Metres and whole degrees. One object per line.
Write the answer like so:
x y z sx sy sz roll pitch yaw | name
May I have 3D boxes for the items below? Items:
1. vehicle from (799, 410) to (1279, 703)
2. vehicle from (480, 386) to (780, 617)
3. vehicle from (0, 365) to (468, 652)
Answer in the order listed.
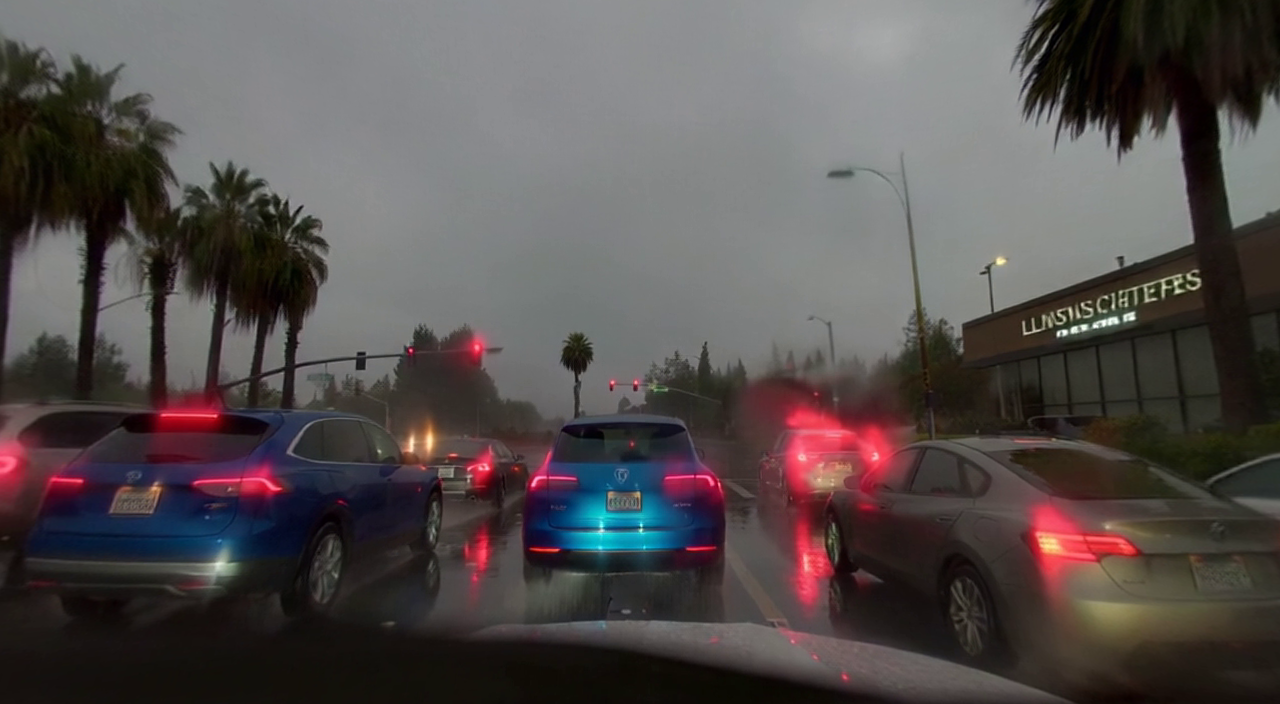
2.968 1.361 5.253 2.017 1.491 4.611 0 -8 -1 | vehicle
-0.131 1.461 7.067 2.280 1.747 4.361 0 -8 -2 | vehicle
-3.344 1.278 6.129 2.014 1.755 4.360 0 -8 1 | vehicle
